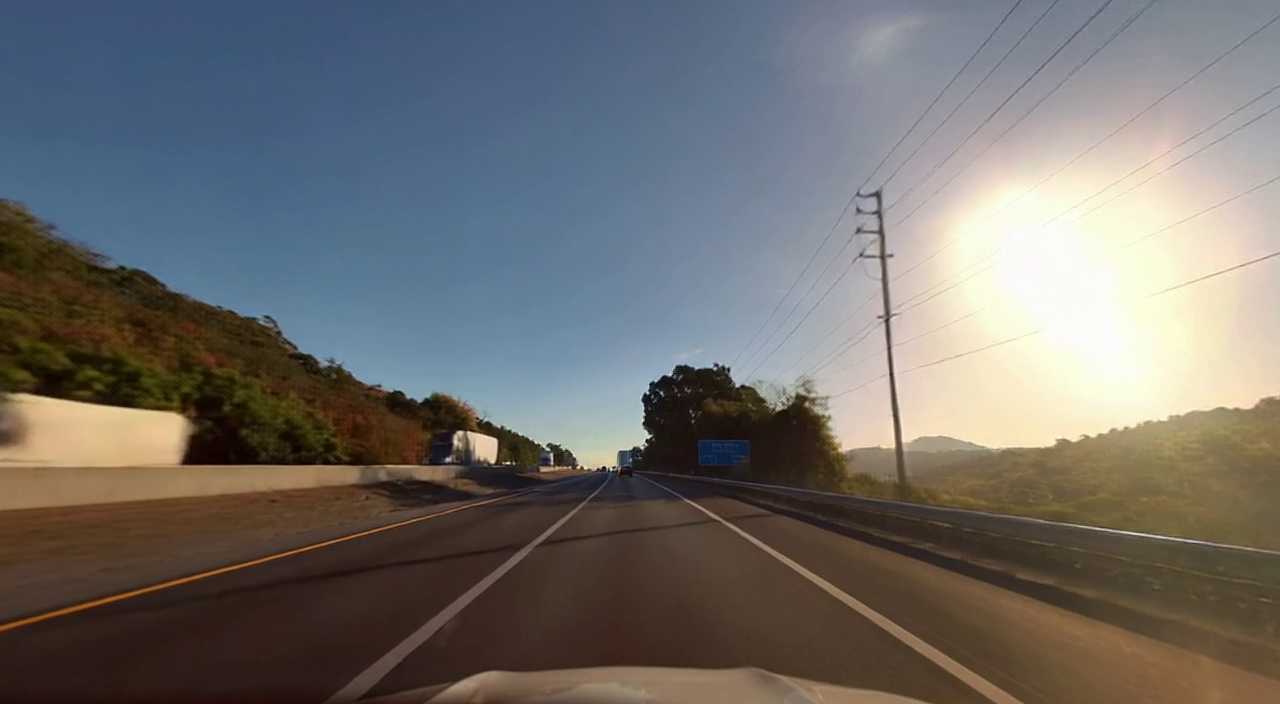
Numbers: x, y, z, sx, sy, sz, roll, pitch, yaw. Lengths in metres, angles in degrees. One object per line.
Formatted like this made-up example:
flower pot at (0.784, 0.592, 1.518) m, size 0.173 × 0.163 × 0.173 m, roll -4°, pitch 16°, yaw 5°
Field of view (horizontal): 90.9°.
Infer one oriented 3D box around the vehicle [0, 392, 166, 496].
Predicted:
vehicle at (-15.034, 2.314, 15.477) m, size 2.198 × 2.227 × 5.741 m, roll 1°, pitch -10°, yaw 0°
